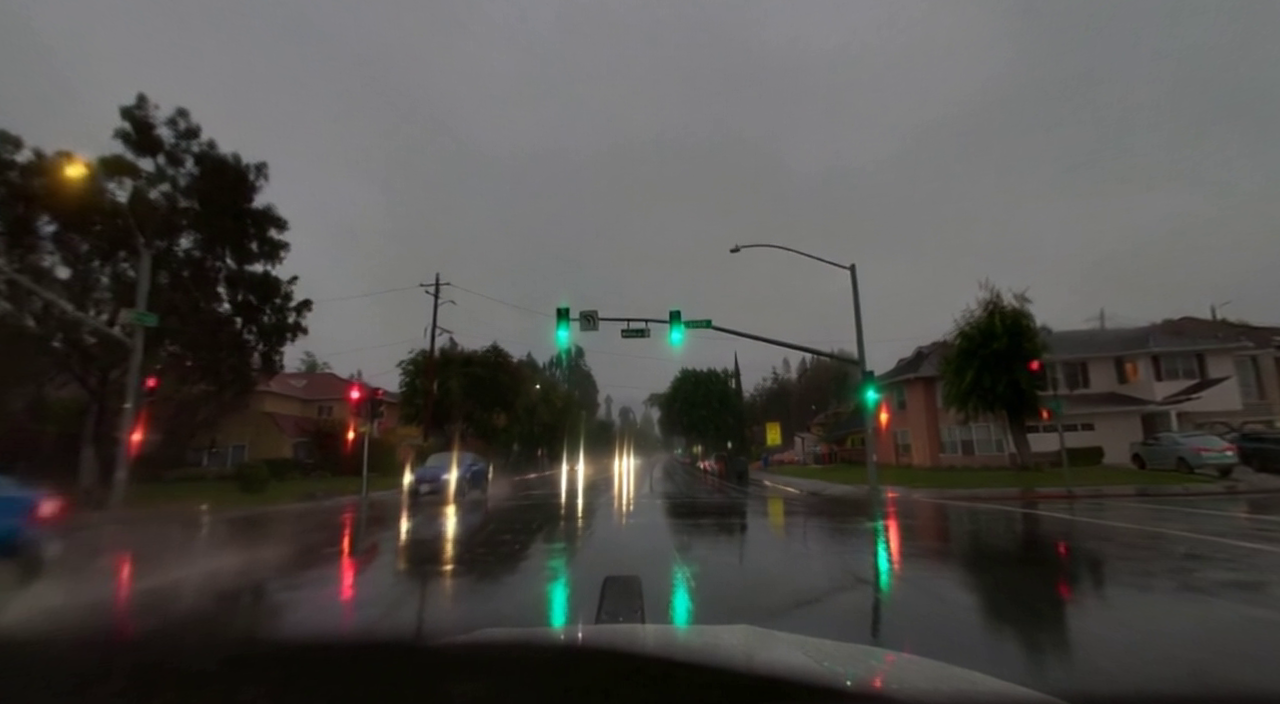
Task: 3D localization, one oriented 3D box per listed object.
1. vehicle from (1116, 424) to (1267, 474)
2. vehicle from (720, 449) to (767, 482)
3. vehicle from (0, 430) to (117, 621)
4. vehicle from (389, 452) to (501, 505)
[{"bbox_3d":[22.718,4.047,26.360,1.964,1.858,4.881,-1,-9,2],"label":"vehicle"},{"bbox_3d":[5.620,6.181,34.715,1.891,1.611,4.269,0,-9,0],"label":"vehicle"},{"bbox_3d":[-6.671,1.408,4.690,1.982,1.686,4.195,0,-9,-1],"label":"vehicle"},{"bbox_3d":[-6.717,4.389,22.500,2.270,1.605,4.958,0,-9,2],"label":"vehicle"}]
